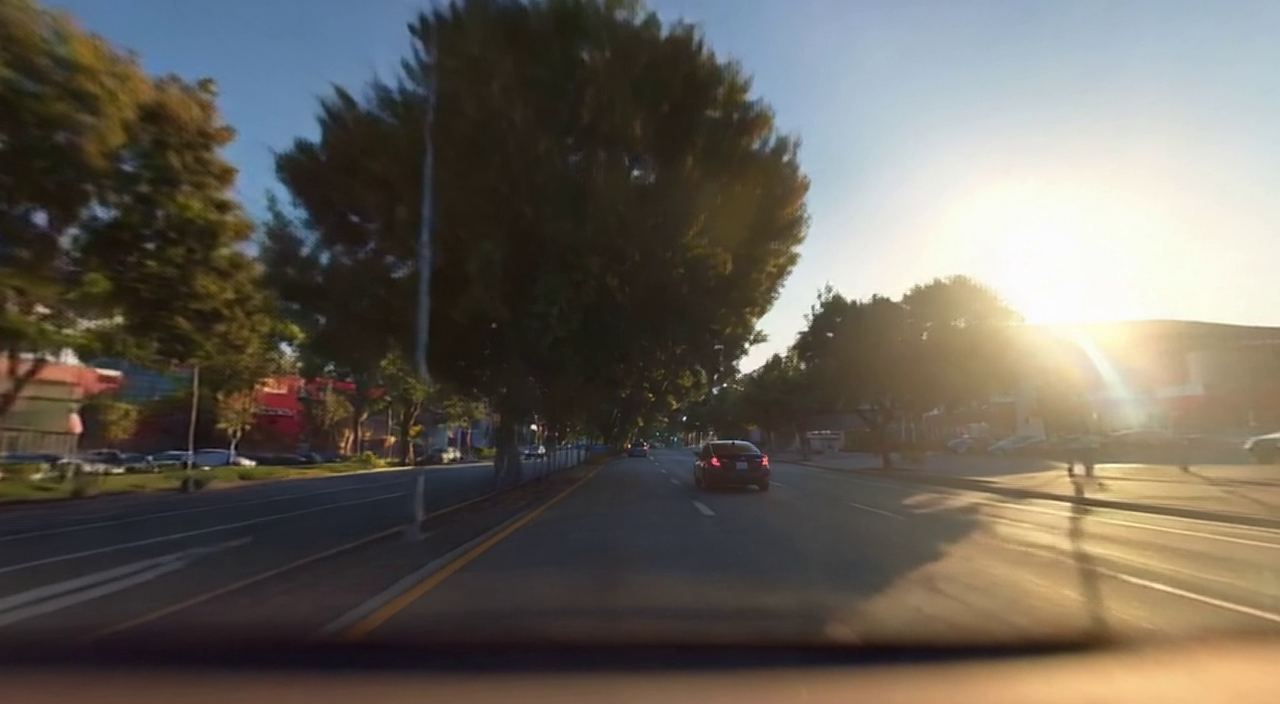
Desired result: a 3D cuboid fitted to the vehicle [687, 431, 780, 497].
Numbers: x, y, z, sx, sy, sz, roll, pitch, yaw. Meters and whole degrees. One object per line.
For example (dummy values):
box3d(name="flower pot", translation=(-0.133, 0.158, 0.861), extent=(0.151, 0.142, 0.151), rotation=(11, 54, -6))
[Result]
box3d(name="vehicle", translation=(2.595, 3.234, 18.575), extent=(1.963, 1.677, 4.229), rotation=(0, -8, -2))

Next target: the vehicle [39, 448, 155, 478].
box3d(name="vehicle", translation=(-30.066, 6.160, 35.090), extent=(4.656, 1.508, 1.953), rotation=(-1, -9, 1))

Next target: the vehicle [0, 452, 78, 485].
box3d(name="vehicle", translation=(-29.948, 5.503, 29.903), extent=(4.834, 1.438, 2.023), rotation=(-1, -8, 4))
